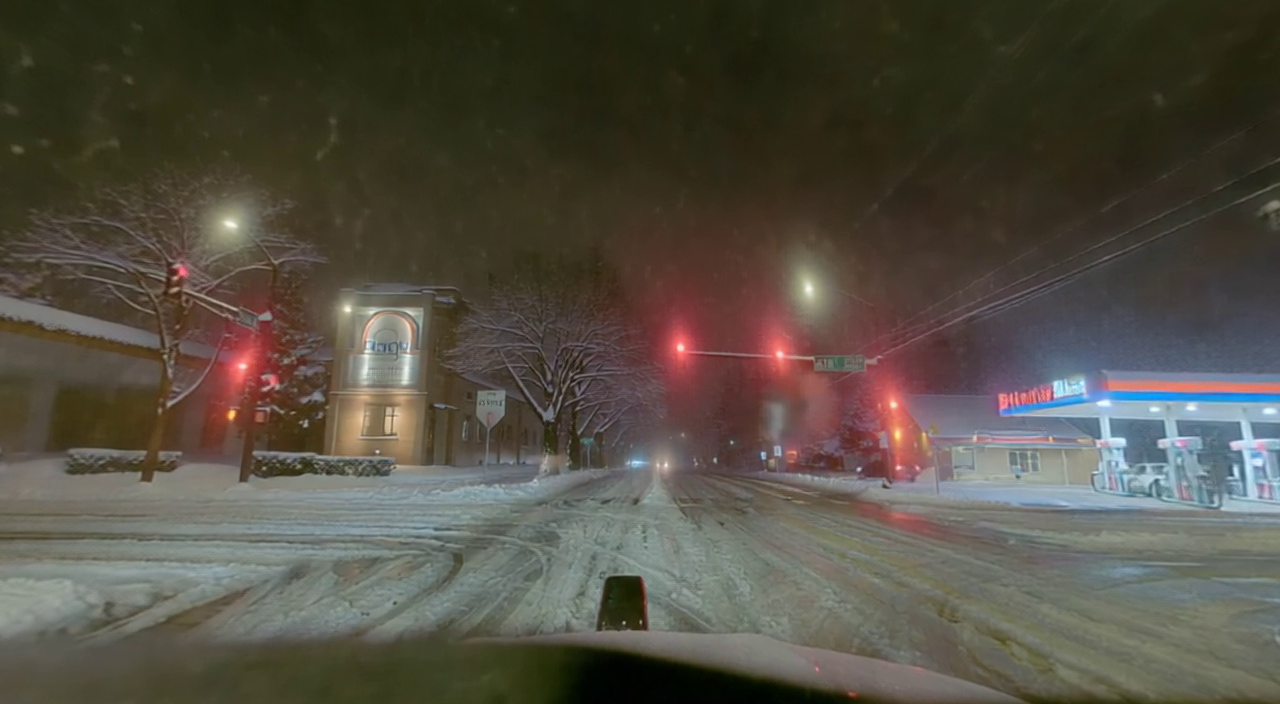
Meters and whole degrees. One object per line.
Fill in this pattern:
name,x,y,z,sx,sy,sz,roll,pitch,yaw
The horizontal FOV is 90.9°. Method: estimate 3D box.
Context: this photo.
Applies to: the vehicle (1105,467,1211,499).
vehicle,28.024,7.070,34.322,1.897,1.466,4.211,1,-8,-6
